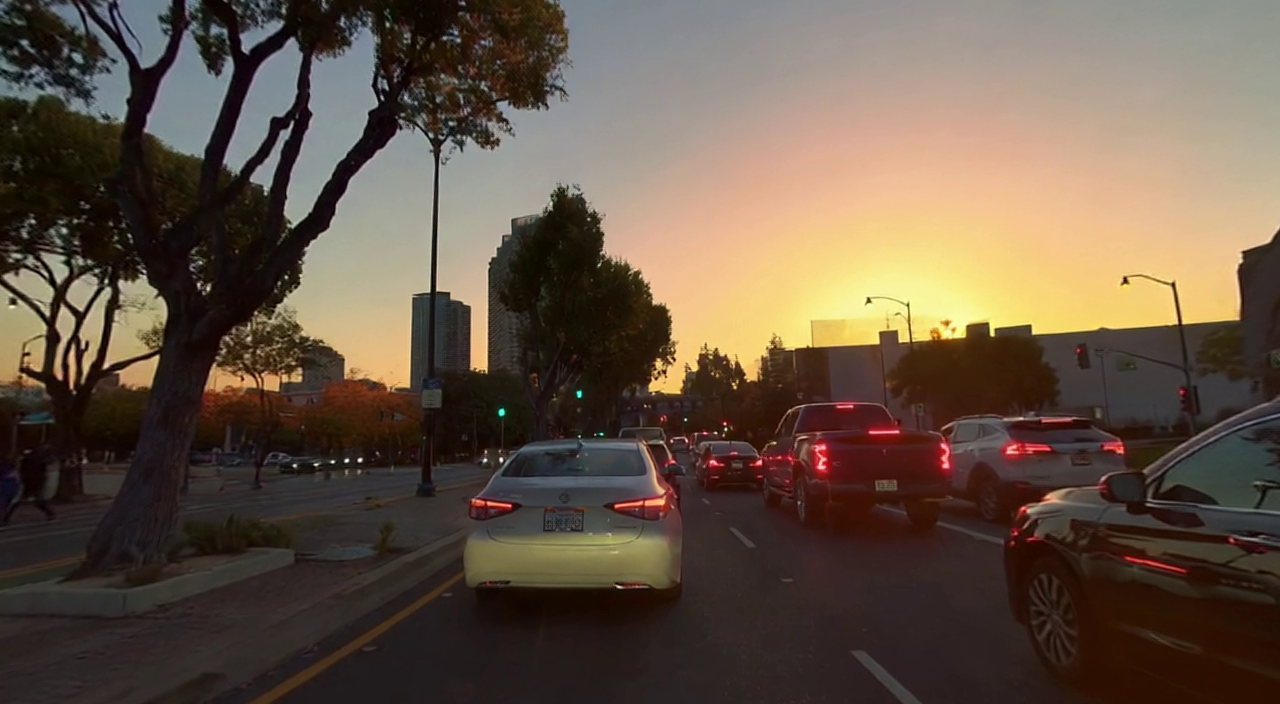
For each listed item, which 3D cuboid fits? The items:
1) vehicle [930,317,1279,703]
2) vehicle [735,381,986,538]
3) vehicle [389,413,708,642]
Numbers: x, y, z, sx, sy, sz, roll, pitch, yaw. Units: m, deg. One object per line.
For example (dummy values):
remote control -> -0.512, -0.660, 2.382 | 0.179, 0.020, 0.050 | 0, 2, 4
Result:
vehicle -> 3.161, 0.774, 2.234 | 2.024, 1.723, 4.714 | 0, -9, 1
vehicle -> 3.529, 1.936, 11.775 | 2.497, 2.186, 5.890 | 0, -9, 0
vehicle -> -0.576, 1.514, 6.468 | 2.172, 1.536, 4.250 | 0, -9, 1
